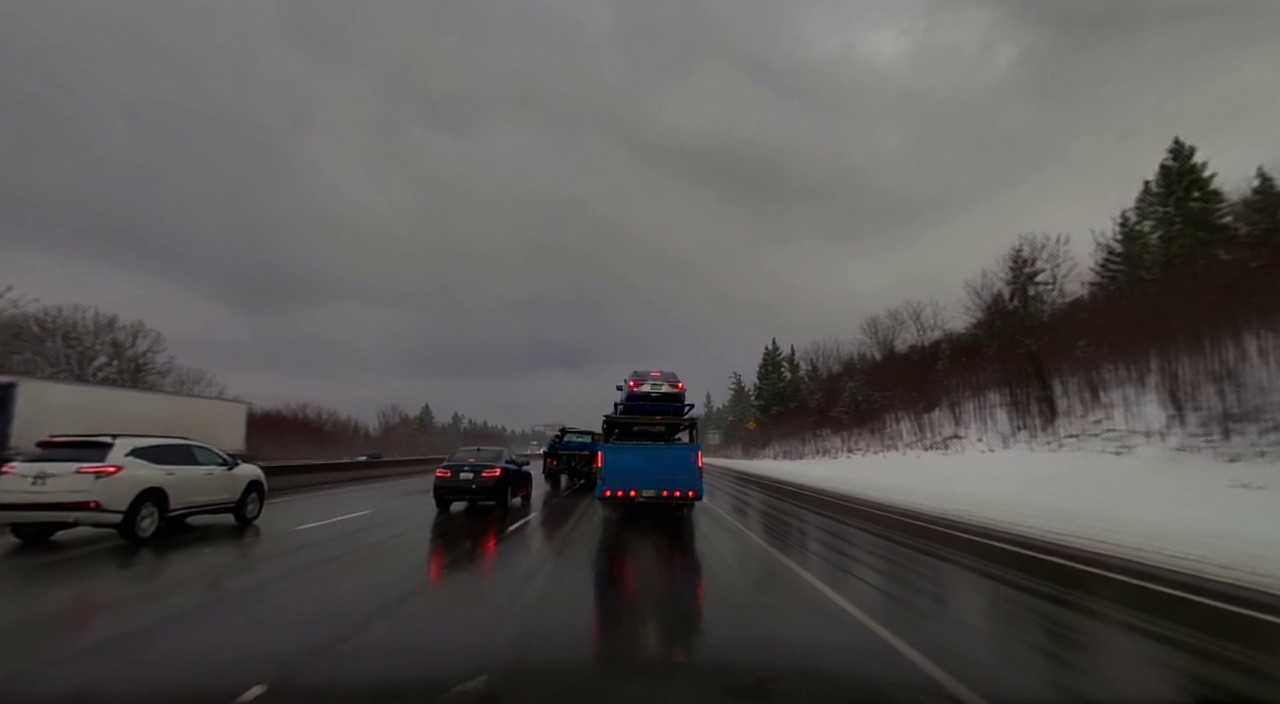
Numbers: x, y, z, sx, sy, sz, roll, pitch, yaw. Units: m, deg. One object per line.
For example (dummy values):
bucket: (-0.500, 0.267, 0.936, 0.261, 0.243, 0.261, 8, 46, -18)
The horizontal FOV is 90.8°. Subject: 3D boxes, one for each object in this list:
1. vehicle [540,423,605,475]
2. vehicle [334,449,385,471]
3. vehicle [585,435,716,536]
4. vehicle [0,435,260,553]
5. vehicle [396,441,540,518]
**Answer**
vehicle: (-2.302, 3.379, 22.011, 2.031, 1.594, 4.103, 1, -9, -5)
vehicle: (-19.097, 7.352, 43.087, 1.852, 1.424, 3.430, 0, -9, 0)
vehicle: (0.162, 2.308, 11.391, 1.991, 1.507, 3.391, 0, -9, 0)
vehicle: (-8.342, 2.158, 10.215, 1.888, 1.507, 3.949, 0, -9, 0)
vehicle: (-3.694, 2.828, 14.523, 1.947, 1.470, 4.526, 0, -9, 1)
